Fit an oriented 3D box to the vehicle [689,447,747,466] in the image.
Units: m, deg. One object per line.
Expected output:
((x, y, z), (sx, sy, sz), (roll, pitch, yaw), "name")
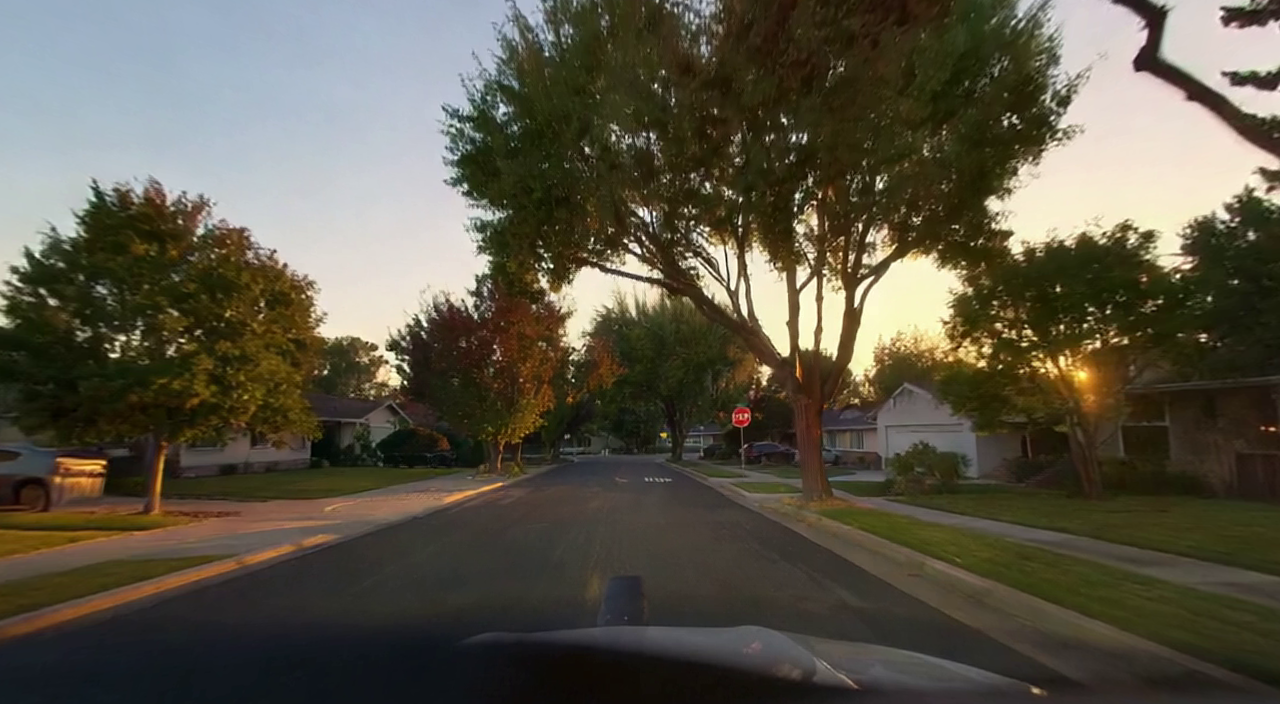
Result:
((5.990, 8.036, 48.527), (4.229, 1.402, 1.811), (0, -9, 0), "vehicle")

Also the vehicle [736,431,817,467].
((9.896, 7.005, 45.862), (5.239, 1.933, 2.131), (-5, -3, -3), "vehicle")

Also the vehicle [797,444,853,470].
((11.716, 6.552, 39.691), (2.004, 1.511, 4.494), (-6, -10, 35), "vehicle")
